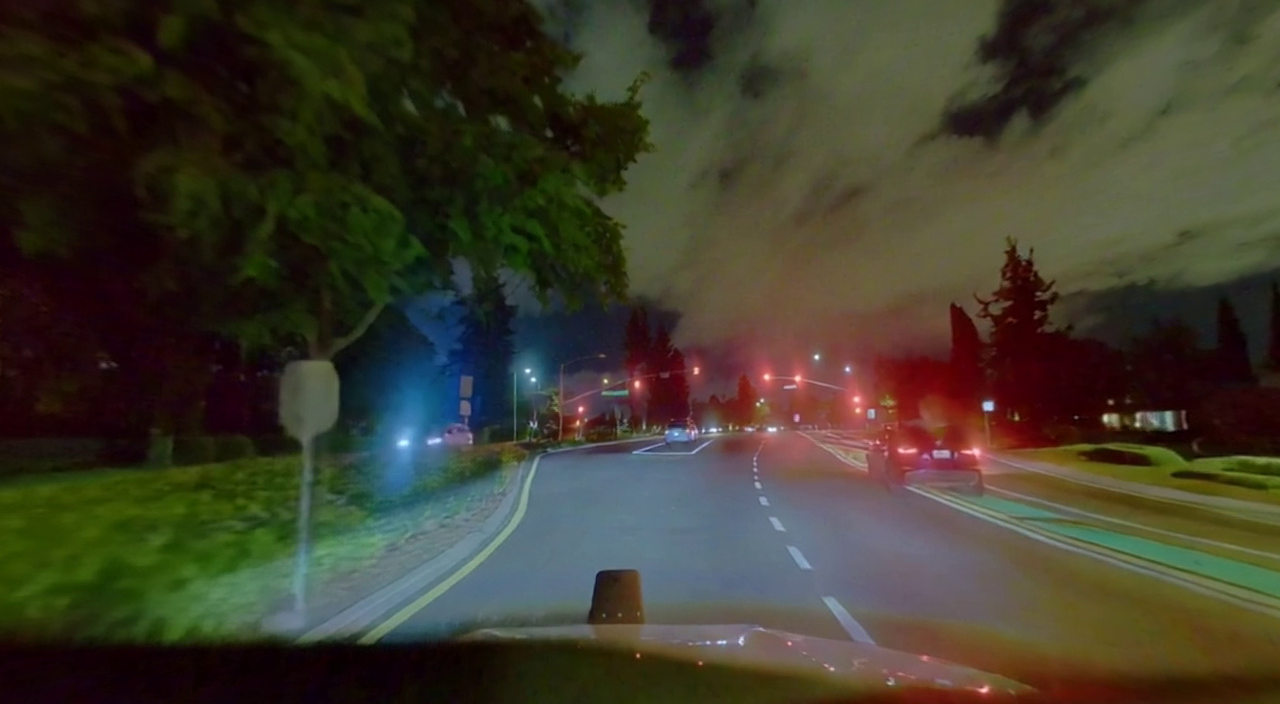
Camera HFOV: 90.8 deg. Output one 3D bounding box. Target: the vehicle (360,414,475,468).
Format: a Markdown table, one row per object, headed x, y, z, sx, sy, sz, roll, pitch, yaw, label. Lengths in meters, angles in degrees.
| x | y | z | sx | sy | sz | roll | pitch | yaw | label |
| --- | --- | --- | --- | --- | --- | --- | --- | --- | --- |
| -8.341 | 3.452 | 24.265 | 2.182 | 1.843 | 4.604 | -1 | -9 | 8 | vehicle |
